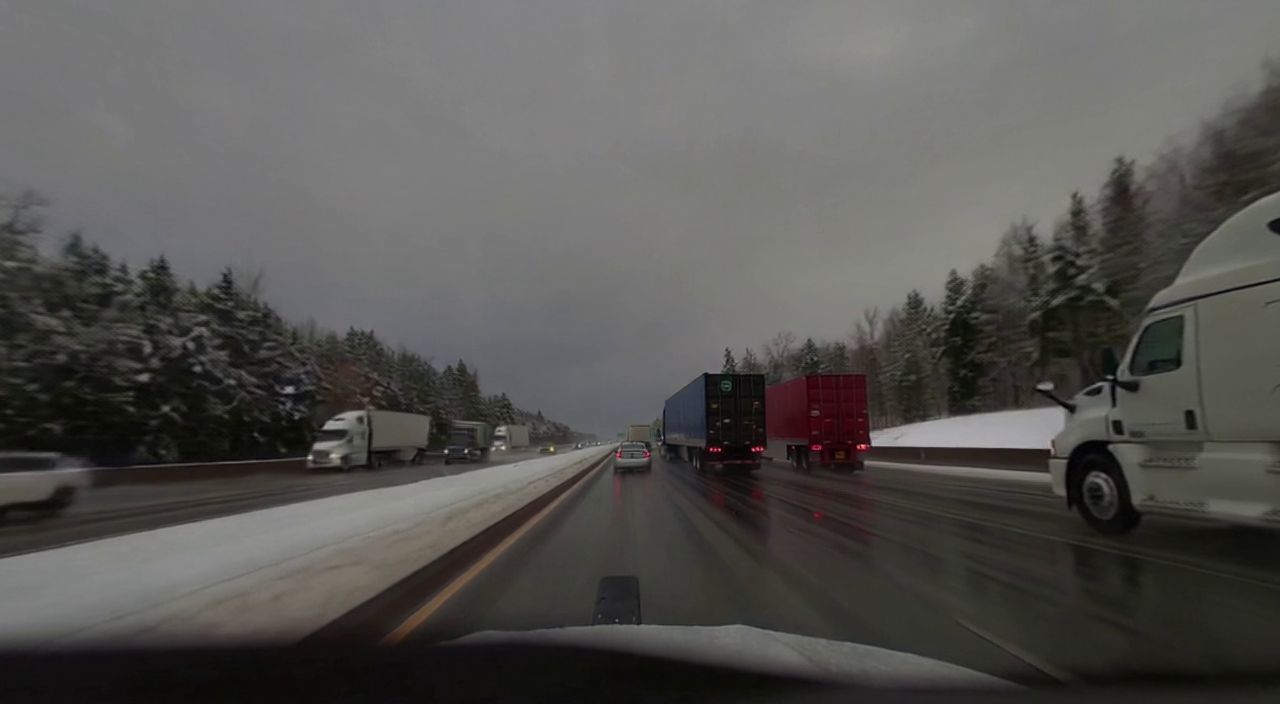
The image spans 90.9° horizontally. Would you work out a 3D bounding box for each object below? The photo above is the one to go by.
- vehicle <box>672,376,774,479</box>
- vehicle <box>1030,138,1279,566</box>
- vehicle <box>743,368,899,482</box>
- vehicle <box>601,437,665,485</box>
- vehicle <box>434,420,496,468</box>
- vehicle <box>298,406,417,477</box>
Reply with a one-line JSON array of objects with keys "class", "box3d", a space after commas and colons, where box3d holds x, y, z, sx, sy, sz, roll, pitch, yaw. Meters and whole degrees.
[{"class": "vehicle", "box3d": [3.661, 3.938, 32.298, 2.888, 4.099, 14.183, 0, -8, -2]}, {"class": "vehicle", "box3d": [7.975, 0.046, 6.771, 2.979, 4.312, 6.722, 0, -8, -1]}, {"class": "vehicle", "box3d": [7.697, 3.543, 29.965, 2.876, 4.111, 14.145, 0, -7, -2]}, {"class": "vehicle", "box3d": [-0.274, 3.735, 22.010, 2.038, 1.477, 3.773, 0, -8, -1]}, {"class": "vehicle", "box3d": [-13.310, 7.002, 48.545, 2.641, 3.353, 7.768, 0, -8, -1]}, {"class": "vehicle", "box3d": [-17.061, 5.520, 39.114, 3.053, 3.812, 9.596, 0, -8, -1]}]
